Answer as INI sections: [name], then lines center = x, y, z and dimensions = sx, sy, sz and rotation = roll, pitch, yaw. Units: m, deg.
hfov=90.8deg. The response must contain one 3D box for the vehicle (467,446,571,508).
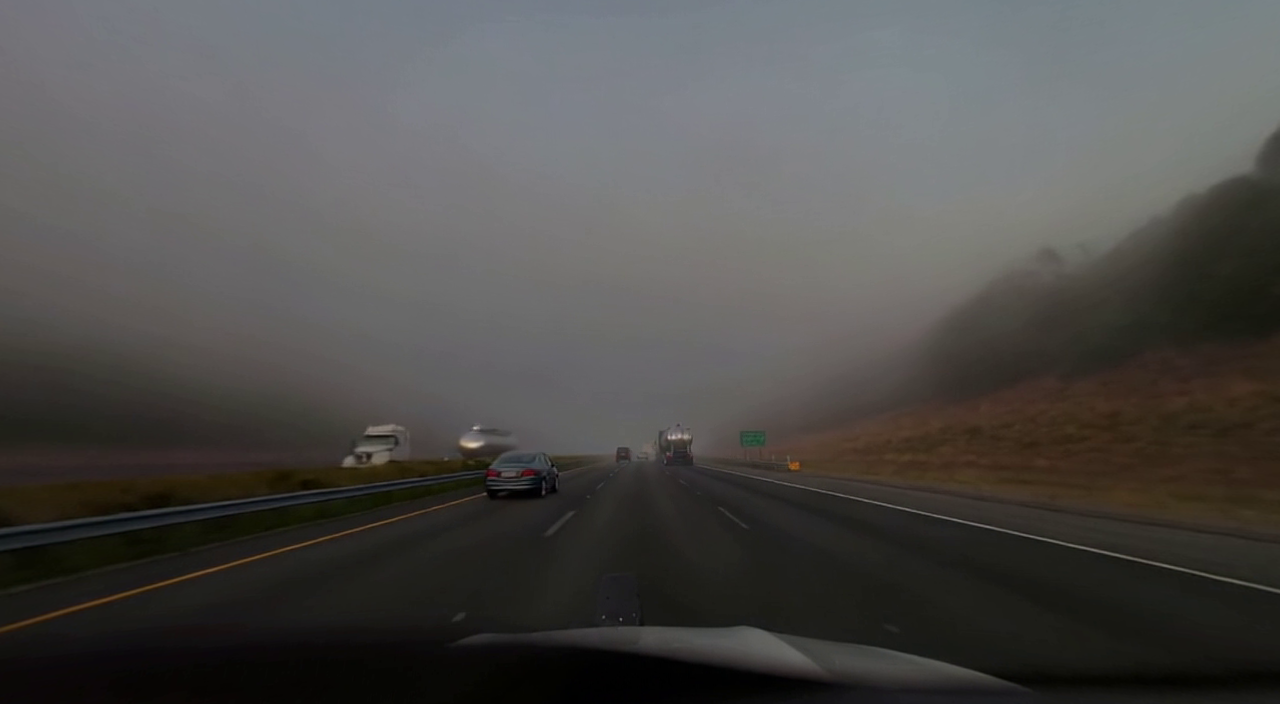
[vehicle]
center = -3.171, 3.369, 17.423
dimensions = 2.013, 1.498, 3.908
rotation = -1, -9, 1
